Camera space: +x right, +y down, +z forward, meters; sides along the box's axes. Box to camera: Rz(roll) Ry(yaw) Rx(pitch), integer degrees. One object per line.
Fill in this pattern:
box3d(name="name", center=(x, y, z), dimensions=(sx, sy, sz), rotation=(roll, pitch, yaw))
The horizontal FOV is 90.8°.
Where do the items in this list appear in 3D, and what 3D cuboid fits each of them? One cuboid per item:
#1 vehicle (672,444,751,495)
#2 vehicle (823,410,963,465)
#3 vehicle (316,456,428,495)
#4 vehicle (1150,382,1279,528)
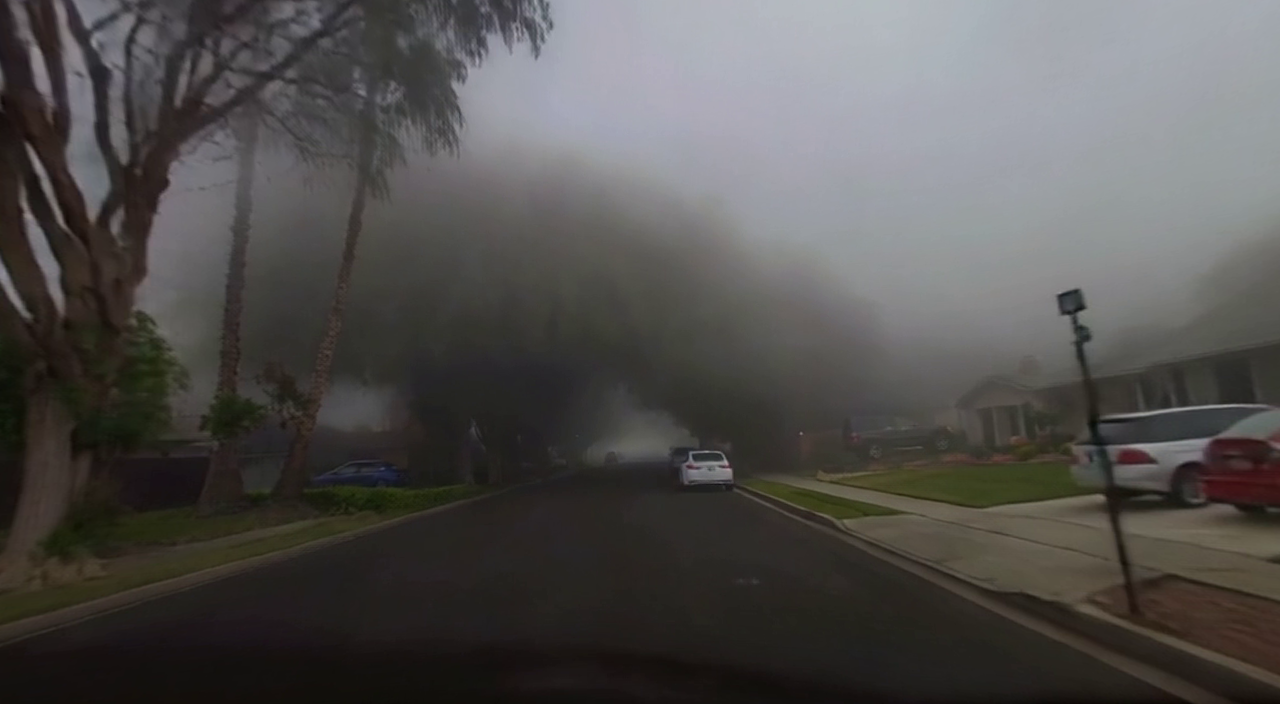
box3d(name="vehicle", center=(2.252, 3.873, 21.212), dimensions=(2.009, 1.506, 4.698), rotation=(0, -9, -1))
box3d(name="vehicle", center=(10.348, 3.596, 26.214), dimensions=(4.861, 1.911, 2.181), rotation=(2, -13, 2))
box3d(name="vehicle", center=(-12.992, 5.987, 30.798), dimensions=(4.511, 1.809, 2.018), rotation=(0, -9, 1))
box3d(name="vehicle", center=(9.541, 1.308, 8.062), dimensions=(4.230, 1.666, 1.978), rotation=(0, -9, 2))
